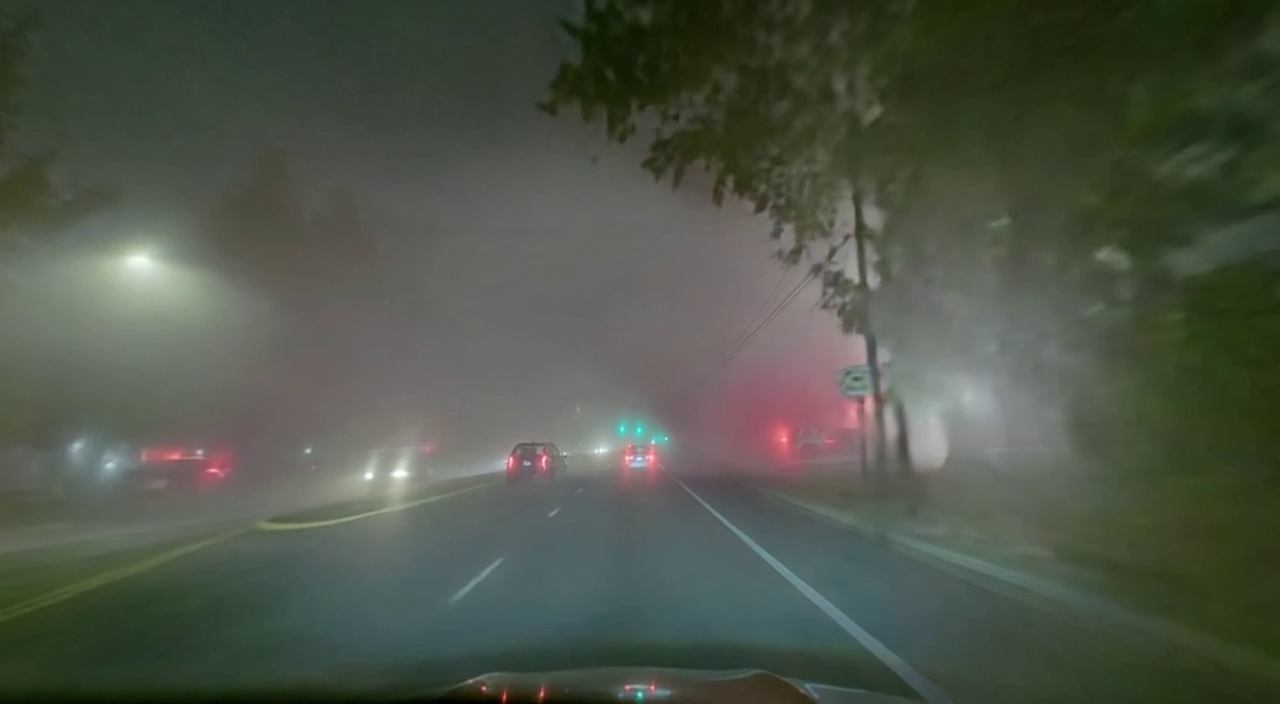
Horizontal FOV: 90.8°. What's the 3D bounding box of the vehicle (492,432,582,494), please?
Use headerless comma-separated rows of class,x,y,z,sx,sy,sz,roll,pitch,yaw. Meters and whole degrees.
vehicle,-3.191,3.567,20.617,2.157,1.771,4.452,0,-8,1

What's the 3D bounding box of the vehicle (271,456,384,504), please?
vehicle,-11.604,4.756,23.889,1.970,1.554,4.401,0,-8,1

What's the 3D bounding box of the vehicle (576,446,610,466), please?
vehicle,-3.662,8.148,49.678,2.268,1.522,4.350,0,-8,1

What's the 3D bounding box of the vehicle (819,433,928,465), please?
vehicle,11.324,4.722,30.851,4.573,1.461,1.867,0,-8,-1

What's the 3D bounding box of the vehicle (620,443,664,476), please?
vehicle,0.088,5.342,31.694,2.062,1.518,3.901,0,-8,0

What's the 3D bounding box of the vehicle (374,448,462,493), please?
vehicle,-8.917,4.758,25.779,2.192,1.516,3.995,-3,-8,-1

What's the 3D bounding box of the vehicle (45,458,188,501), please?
vehicle,-22.088,5.357,26.776,4.203,1.693,2.072,0,-8,2
